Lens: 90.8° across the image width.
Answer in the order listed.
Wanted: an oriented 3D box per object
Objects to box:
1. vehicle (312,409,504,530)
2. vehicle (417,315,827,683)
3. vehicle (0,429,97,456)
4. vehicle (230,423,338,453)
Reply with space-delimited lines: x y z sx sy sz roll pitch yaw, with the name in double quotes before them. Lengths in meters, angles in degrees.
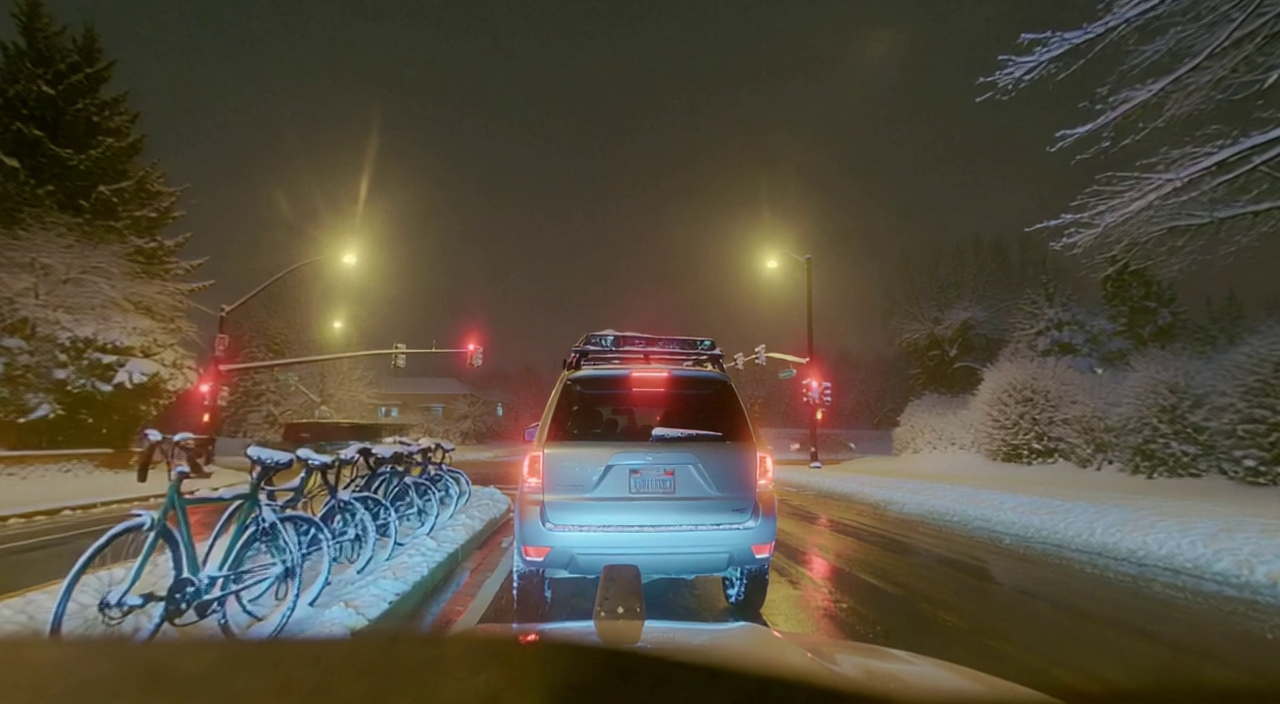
"vehicle" -4.198 2.226 12.623 2.337 1.858 5.409 1 -9 -7
"vehicle" -0.243 1.156 6.005 2.333 2.087 4.586 1 -8 -4
"vehicle" -35.665 5.448 38.098 3.926 1.536 1.731 0 -7 -9
"vehicle" -26.961 6.560 48.058 6.559 2.240 2.442 1 -9 -9
